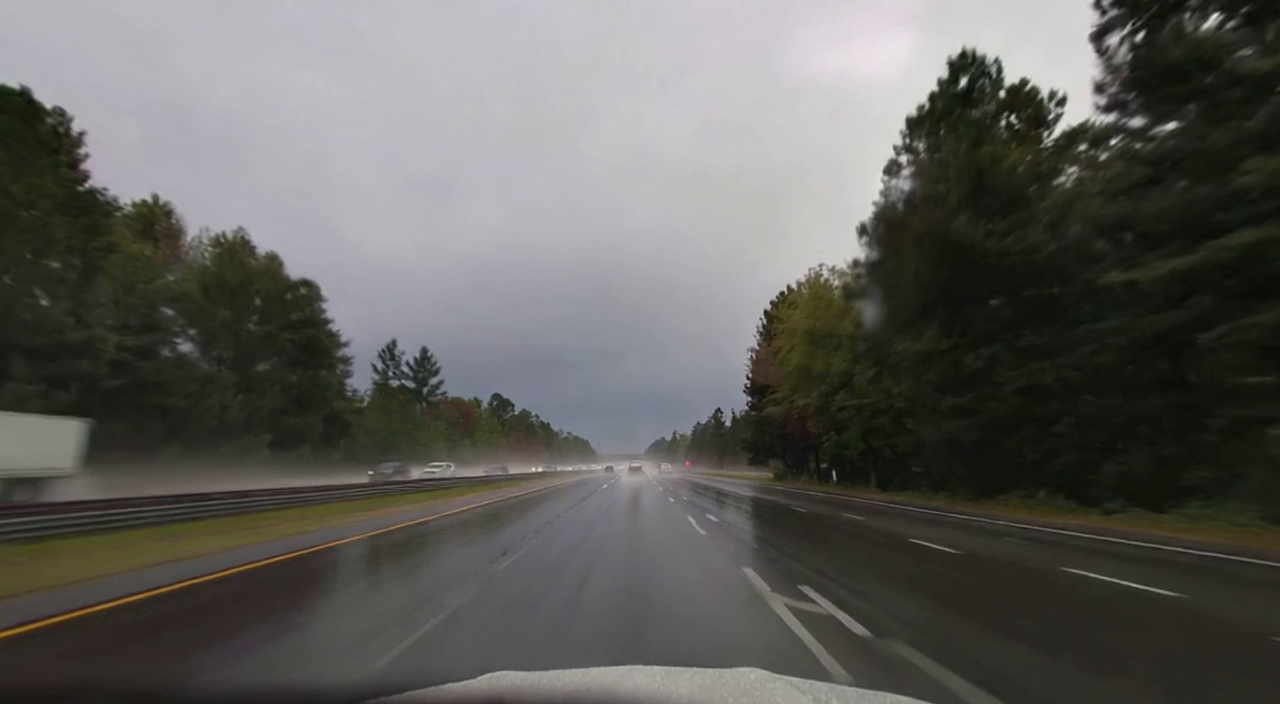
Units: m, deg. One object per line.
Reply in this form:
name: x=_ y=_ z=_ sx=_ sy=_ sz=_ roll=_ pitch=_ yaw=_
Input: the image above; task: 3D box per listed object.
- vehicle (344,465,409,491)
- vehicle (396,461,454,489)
vehicle: x=-16.550 y=7.930 z=39.766 sx=2.148 sy=1.486 sz=4.491 roll=1 pitch=-10 yaw=0
vehicle: x=-12.791 y=7.341 z=37.609 sx=1.890 sy=1.484 sz=4.369 roll=1 pitch=-10 yaw=0
